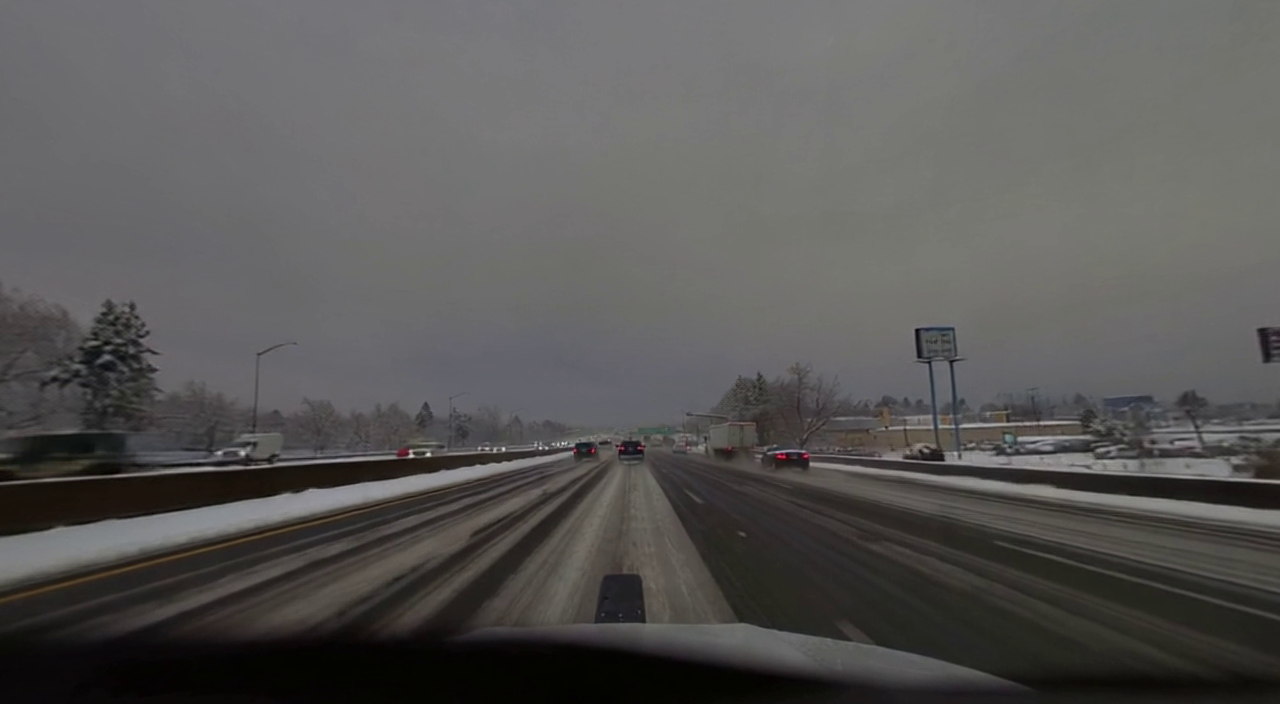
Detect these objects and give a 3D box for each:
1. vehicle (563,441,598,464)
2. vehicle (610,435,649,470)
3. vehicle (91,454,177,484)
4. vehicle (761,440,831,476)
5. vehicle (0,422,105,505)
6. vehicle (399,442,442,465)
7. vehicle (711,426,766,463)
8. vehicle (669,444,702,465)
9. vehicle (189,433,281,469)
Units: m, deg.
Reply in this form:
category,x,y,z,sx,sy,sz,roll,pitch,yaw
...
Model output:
category,x,y,z,sx,sy,sz,roll,pitch,yaw
vehicle,-4.434,7.535,47.678,2.126,1.631,4.643,0,-8,0
vehicle,-0.529,5.504,34.857,2.002,1.759,4.658,0,-8,0
vehicle,-25.365,5.857,31.802,1.538,1.340,3.294,0,-8,1
vehicle,6.759,4.628,27.852,1.879,1.428,4.402,0,-8,-2
vehicle,-14.006,2.370,13.511,1.715,1.682,3.811,0,-8,0
vehicle,-14.202,6.591,41.005,1.546,1.405,3.307,0,-8,0
vehicle,6.919,6.648,45.458,2.790,2.473,6.815,0,-8,0
vehicle,3.063,6.916,42.934,1.816,1.353,3.809,0,-8,-2
vehicle,-29.526,7.261,46.453,2.378,2.420,6.571,0,-8,0
